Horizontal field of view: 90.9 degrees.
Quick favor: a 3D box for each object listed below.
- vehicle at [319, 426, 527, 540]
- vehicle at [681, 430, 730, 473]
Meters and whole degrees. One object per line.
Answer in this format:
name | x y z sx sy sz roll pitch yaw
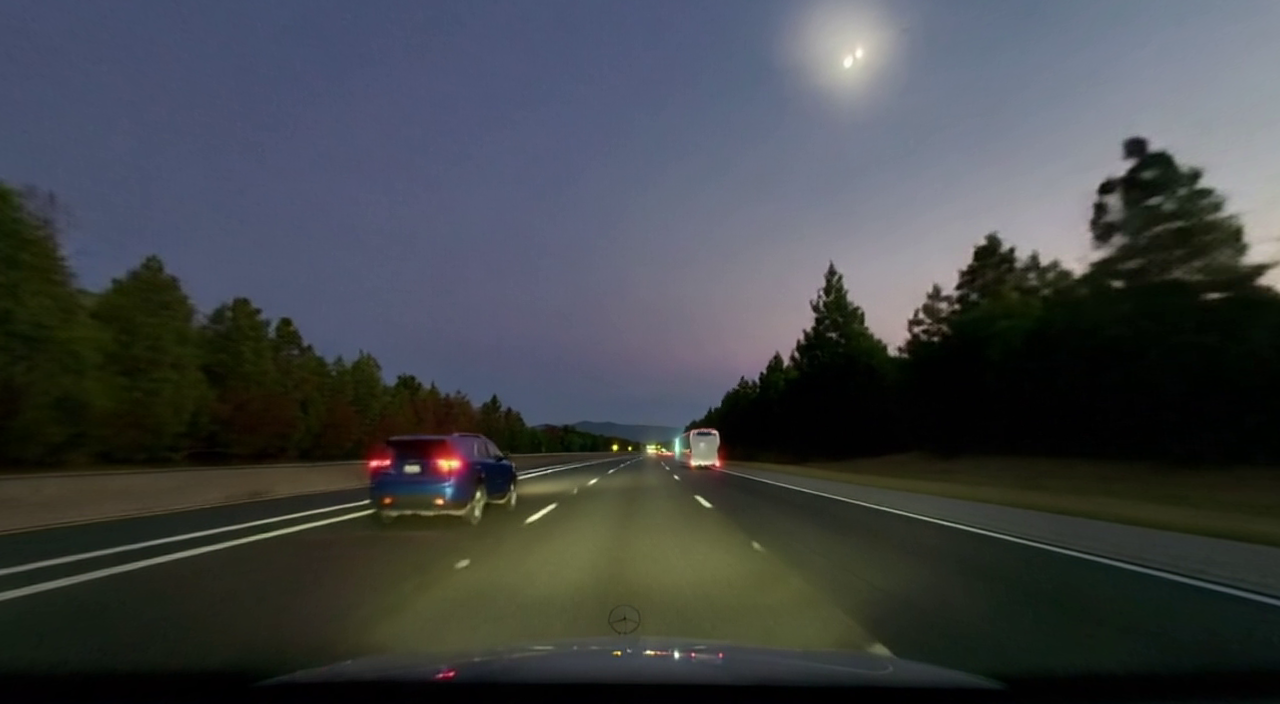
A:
vehicle | -3.532 2.254 11.437 2.020 1.619 4.690 0 -9 1
vehicle | 4.311 6.776 42.913 2.614 2.655 6.429 0 -9 0
